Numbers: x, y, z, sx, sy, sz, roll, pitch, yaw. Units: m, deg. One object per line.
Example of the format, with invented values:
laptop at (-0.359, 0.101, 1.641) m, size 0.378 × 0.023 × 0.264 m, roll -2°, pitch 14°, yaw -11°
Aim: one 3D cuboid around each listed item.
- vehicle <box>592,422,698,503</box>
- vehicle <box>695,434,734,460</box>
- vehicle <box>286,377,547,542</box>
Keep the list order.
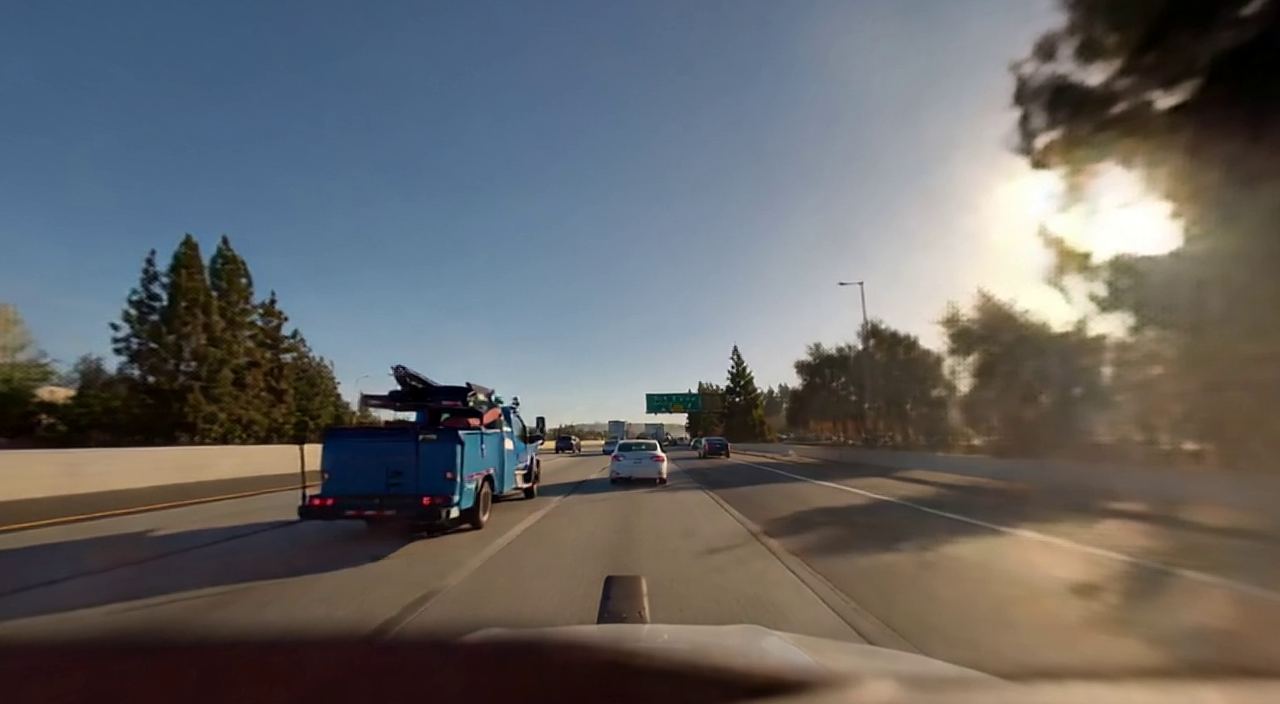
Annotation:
vehicle at (0.119, 2.605, 15.207) m, size 2.165 × 1.653 × 4.456 m, roll 0°, pitch -8°, yaw 0°
vehicle at (4.945, 6.359, 42.251) m, size 2.079 × 1.656 × 4.506 m, roll 0°, pitch -8°, yaw 0°
vehicle at (-3.344, 1.806, 11.087) m, size 2.526 × 2.146 × 5.594 m, roll 0°, pitch -8°, yaw 0°
